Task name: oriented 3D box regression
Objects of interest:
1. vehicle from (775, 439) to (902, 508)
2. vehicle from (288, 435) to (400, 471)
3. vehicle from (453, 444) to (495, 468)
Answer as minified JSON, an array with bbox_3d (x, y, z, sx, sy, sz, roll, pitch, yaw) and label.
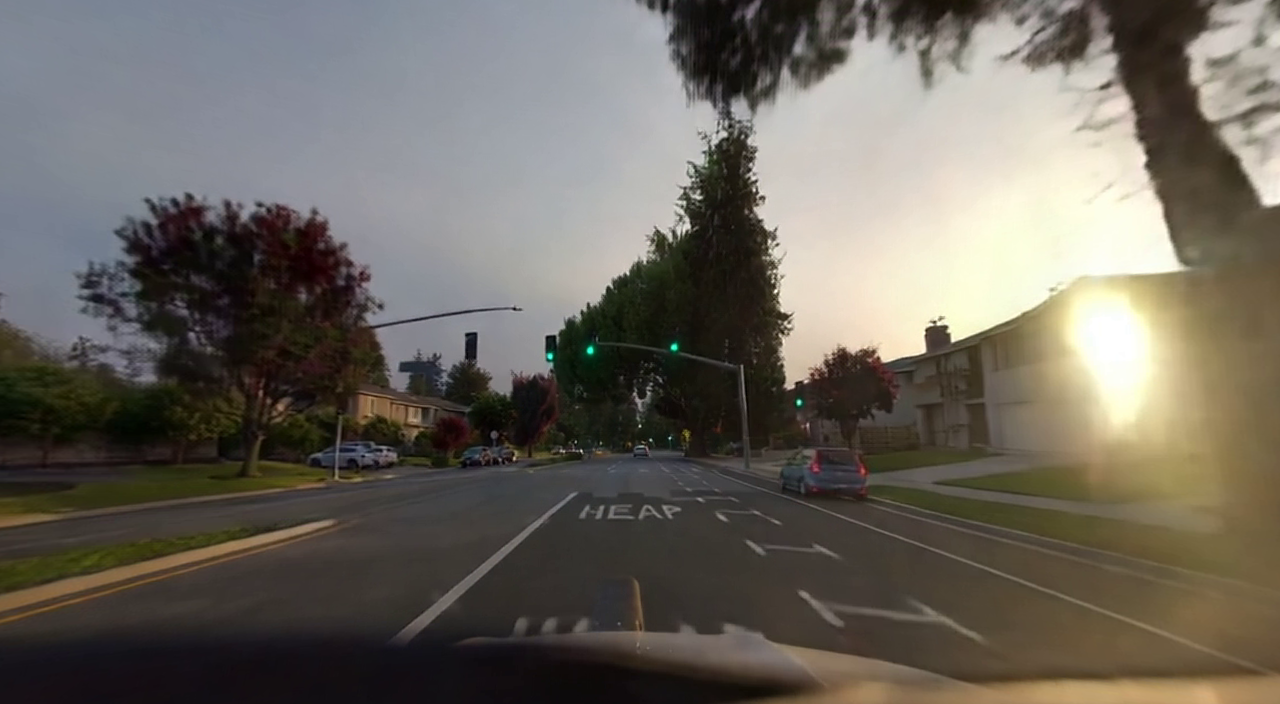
[{"bbox_3d":[5.210,3.225,17.223,1.979,1.637,4.321,0,-9,-1],"label":"vehicle"},{"bbox_3d":[-17.837,6.157,38.145,5.656,1.999,2.307,-1,-10,3],"label":"vehicle"},{"bbox_3d":[-12.095,7.629,46.112,1.932,1.673,4.314,-1,-10,-1],"label":"vehicle"}]
